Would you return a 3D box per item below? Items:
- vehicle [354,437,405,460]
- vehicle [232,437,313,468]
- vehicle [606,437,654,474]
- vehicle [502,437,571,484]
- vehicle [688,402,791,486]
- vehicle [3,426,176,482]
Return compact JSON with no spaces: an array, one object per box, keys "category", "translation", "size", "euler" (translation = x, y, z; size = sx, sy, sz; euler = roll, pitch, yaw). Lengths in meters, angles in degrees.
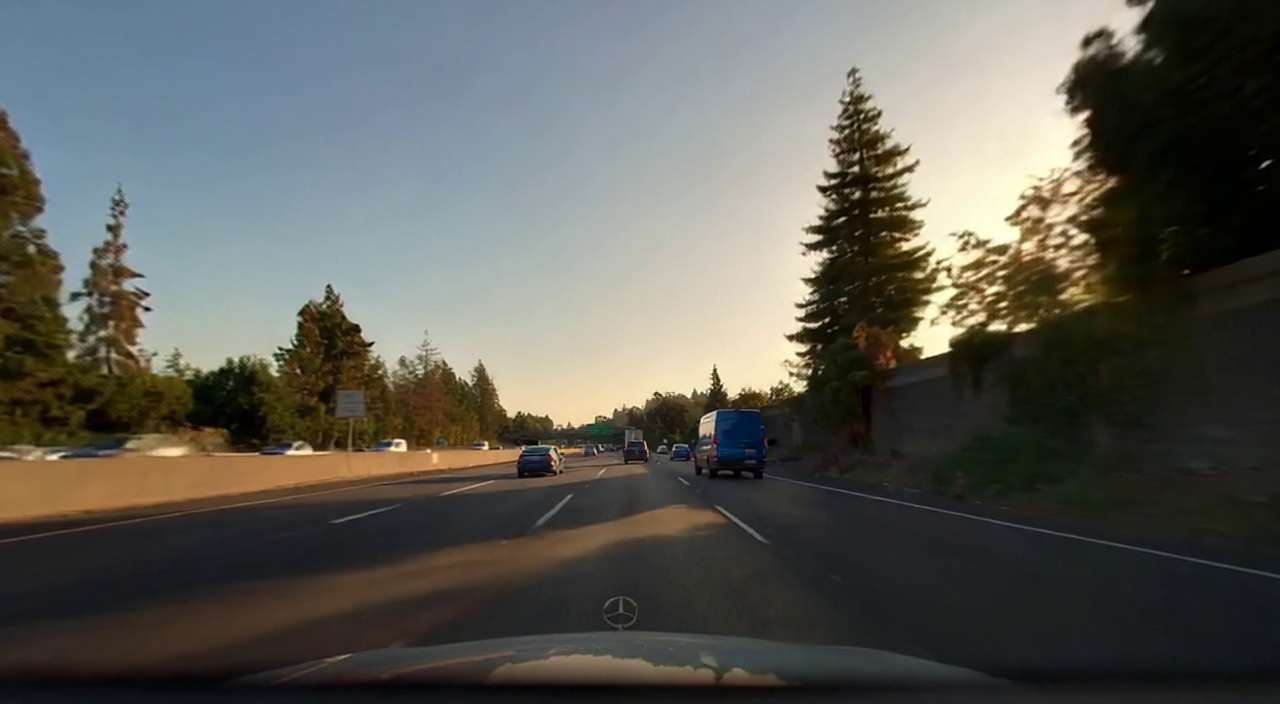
[{"category":"vehicle","translation":[-17.407,6.464,42.413],"size":[1.932,1.435,3.510],"euler":[0,-9,-1]},{"category":"vehicle","translation":[-21.095,5.781,36.513],"size":[2.081,1.661,4.457],"euler":[0,-8,-1]},{"category":"vehicle","translation":[-0.533,5.361,32.886],"size":[2.297,1.783,4.355],"euler":[0,-9,-1]},{"category":"vehicle","translation":[-4.026,4.291,25.307],"size":[2.023,1.709,4.263],"euler":[0,-8,0]},{"category":"vehicle","translation":[3.493,3.483,23.854],"size":[2.631,2.709,6.496],"euler":[0,-9,-2]},{"category":"vehicle","translation":[-16.917,3.159,19.714],"size":[2.134,1.538,3.622],"euler":[0,-8,-1]}]
